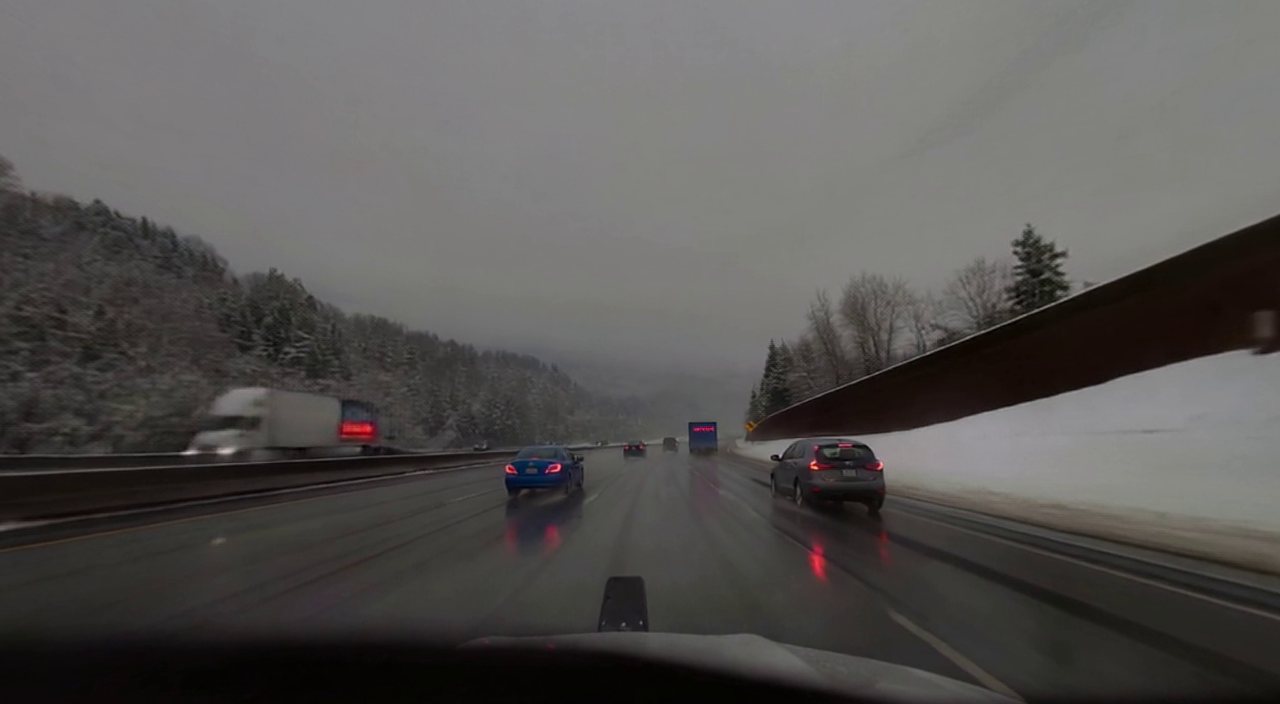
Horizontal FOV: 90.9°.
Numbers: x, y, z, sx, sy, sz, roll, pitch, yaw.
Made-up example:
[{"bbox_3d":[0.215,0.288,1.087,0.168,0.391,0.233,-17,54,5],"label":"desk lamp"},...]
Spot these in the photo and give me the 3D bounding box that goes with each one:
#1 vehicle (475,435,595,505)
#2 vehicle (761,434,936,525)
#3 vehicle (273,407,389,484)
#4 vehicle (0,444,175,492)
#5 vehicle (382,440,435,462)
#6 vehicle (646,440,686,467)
[{"bbox_3d":[-2.443,2.899,16.061,2.031,1.491,4.792,-1,-8,3],"label":"vehicle"},{"bbox_3d":[3.832,2.410,12.530,2.013,1.464,4.317,0,-8,0],"label":"vehicle"},{"bbox_3d":[-11.301,3.437,23.315,2.562,2.559,3.019,-3,-9,5],"label":"vehicle"},{"bbox_3d":[-19.297,4.014,22.318,1.877,1.472,4.927,0,-8,1],"label":"vehicle"},{"bbox_3d":[-18.011,7.717,49.358,2.238,1.585,4.473,-1,-8,3],"label":"vehicle"},{"bbox_3d":[1.493,5.849,36.374,2.202,1.467,3.929,0,-8,3],"label":"vehicle"}]
